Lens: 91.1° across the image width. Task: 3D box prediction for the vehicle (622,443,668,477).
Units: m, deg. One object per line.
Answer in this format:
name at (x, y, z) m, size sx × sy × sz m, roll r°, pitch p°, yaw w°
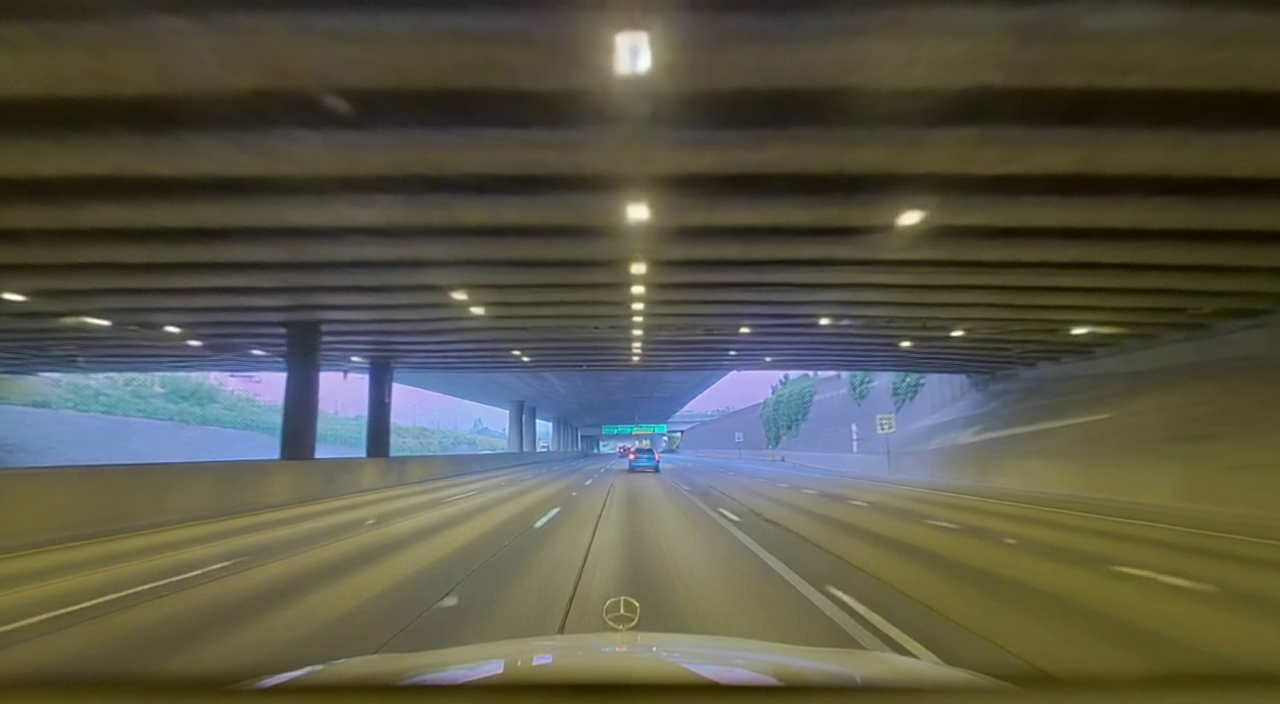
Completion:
vehicle at (0.224, 5.245, 30.785) m, size 2.055 × 1.501 × 4.321 m, roll 0°, pitch -9°, yaw 0°
